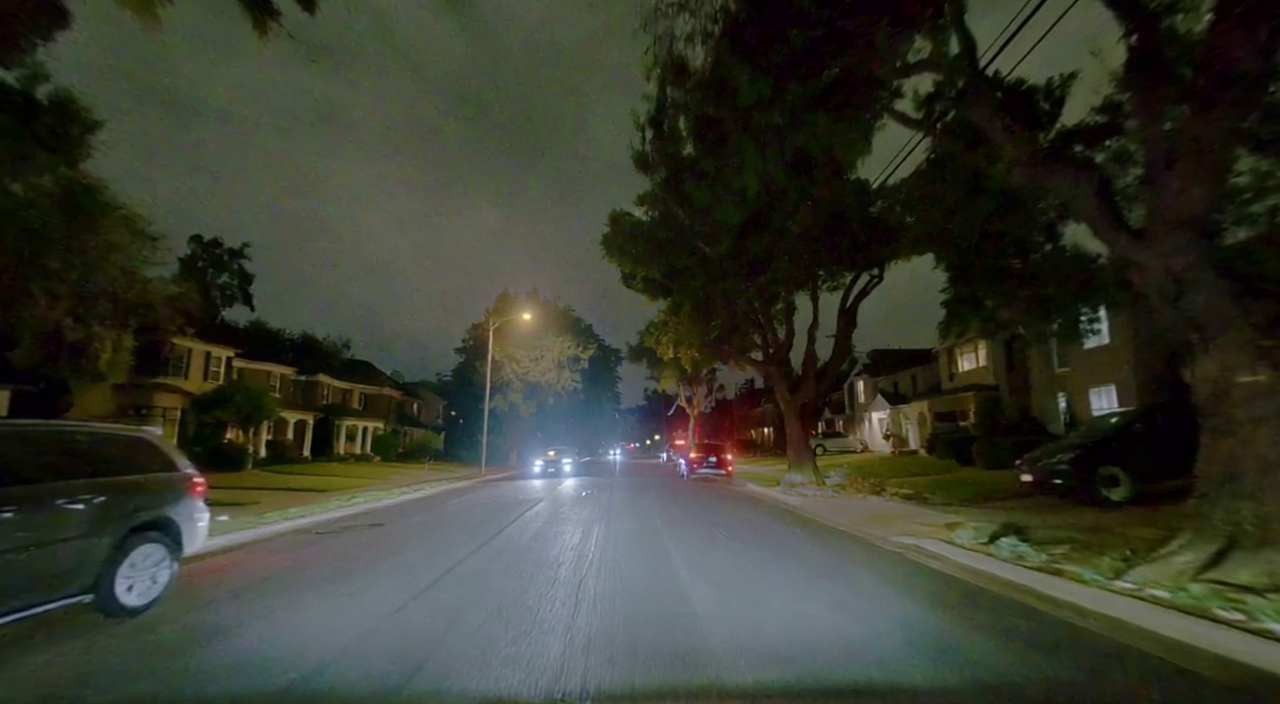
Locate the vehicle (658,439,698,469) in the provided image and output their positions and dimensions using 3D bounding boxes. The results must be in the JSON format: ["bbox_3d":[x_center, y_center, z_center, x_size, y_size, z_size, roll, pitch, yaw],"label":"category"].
[{"bbox_3d":[2.526,7.049,43.806,2.350,1.912,5.696,0,-9,-1],"label":"vehicle"}]

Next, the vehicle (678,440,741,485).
[{"bbox_3d":[2.756,4.512,26.120,2.079,1.651,4.783,0,-9,1],"label":"vehicle"}]

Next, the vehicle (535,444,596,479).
[{"bbox_3d":[-3.415,5.151,29.956,2.104,1.497,4.781,0,-9,3],"label":"vehicle"}]

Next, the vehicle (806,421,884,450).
[{"bbox_3d":[13.007,5.302,40.372,4.310,1.805,2.289,-1,-7,6],"label":"vehicle"}]

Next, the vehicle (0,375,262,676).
[{"bbox_3d":[-5.427,1.092,3.943,2.221,1.993,5.874,1,-9,3],"label":"vehicle"}]

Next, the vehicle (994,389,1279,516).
[{"bbox_3d":[11.228,1.935,12.498,6.969,2.120,2.256,-2,-10,-1],"label":"vehicle"}]
